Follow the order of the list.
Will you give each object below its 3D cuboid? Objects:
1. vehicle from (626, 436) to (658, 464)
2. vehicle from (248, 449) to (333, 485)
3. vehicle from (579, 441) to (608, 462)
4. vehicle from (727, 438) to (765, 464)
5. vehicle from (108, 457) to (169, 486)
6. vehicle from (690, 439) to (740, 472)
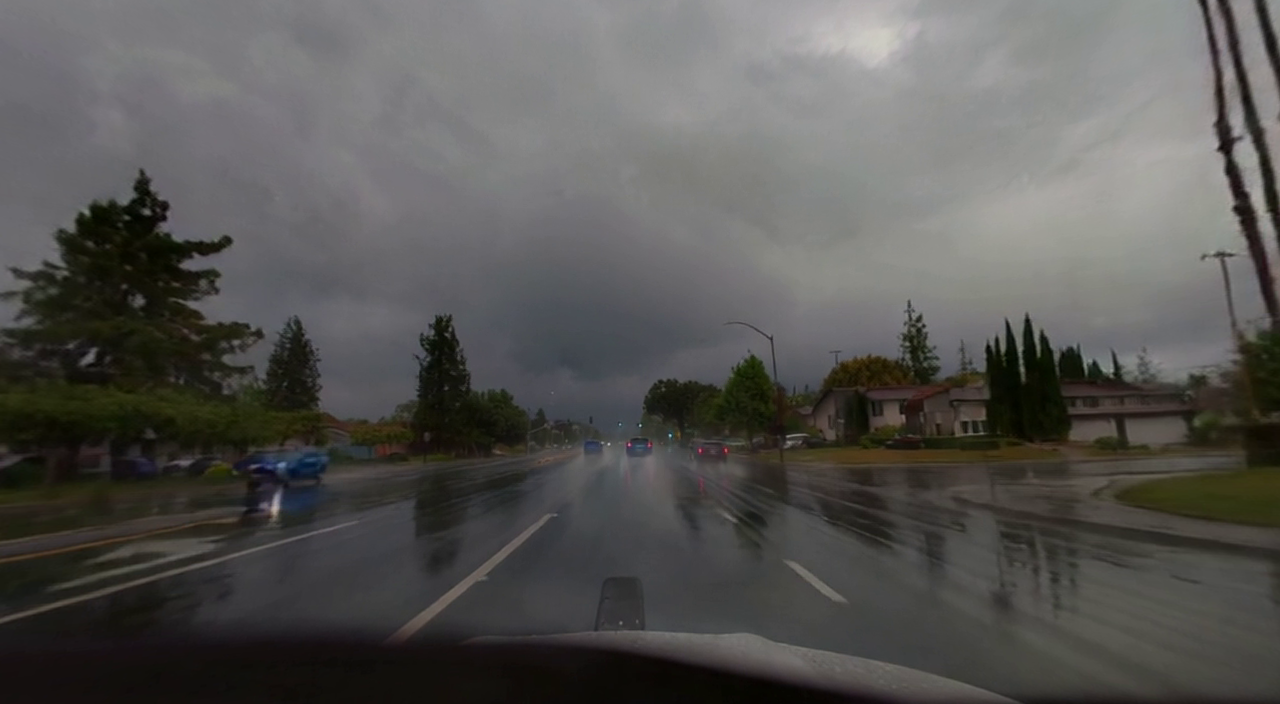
[{"bbox_3d":[0.141,6.635,42.877,2.043,1.734,4.253,0,-8,0],"label":"vehicle"},{"bbox_3d":[-17.894,5.881,32.585,1.929,1.691,4.267,0,-8,0],"label":"vehicle"},{"bbox_3d":[-3.602,7.785,49.764,2.000,1.569,3.794,0,-8,0],"label":"vehicle"},{"bbox_3d":[7.670,7.211,46.154,1.933,1.759,3.900,0,-8,-2],"label":"vehicle"},{"bbox_3d":[-29.127,6.864,36.607,4.771,1.479,1.888,-8,-11,42],"label":"vehicle"},{"bbox_3d":[3.535,4.942,30.457,1.830,1.451,4.009,0,-8,-1],"label":"vehicle"}]
